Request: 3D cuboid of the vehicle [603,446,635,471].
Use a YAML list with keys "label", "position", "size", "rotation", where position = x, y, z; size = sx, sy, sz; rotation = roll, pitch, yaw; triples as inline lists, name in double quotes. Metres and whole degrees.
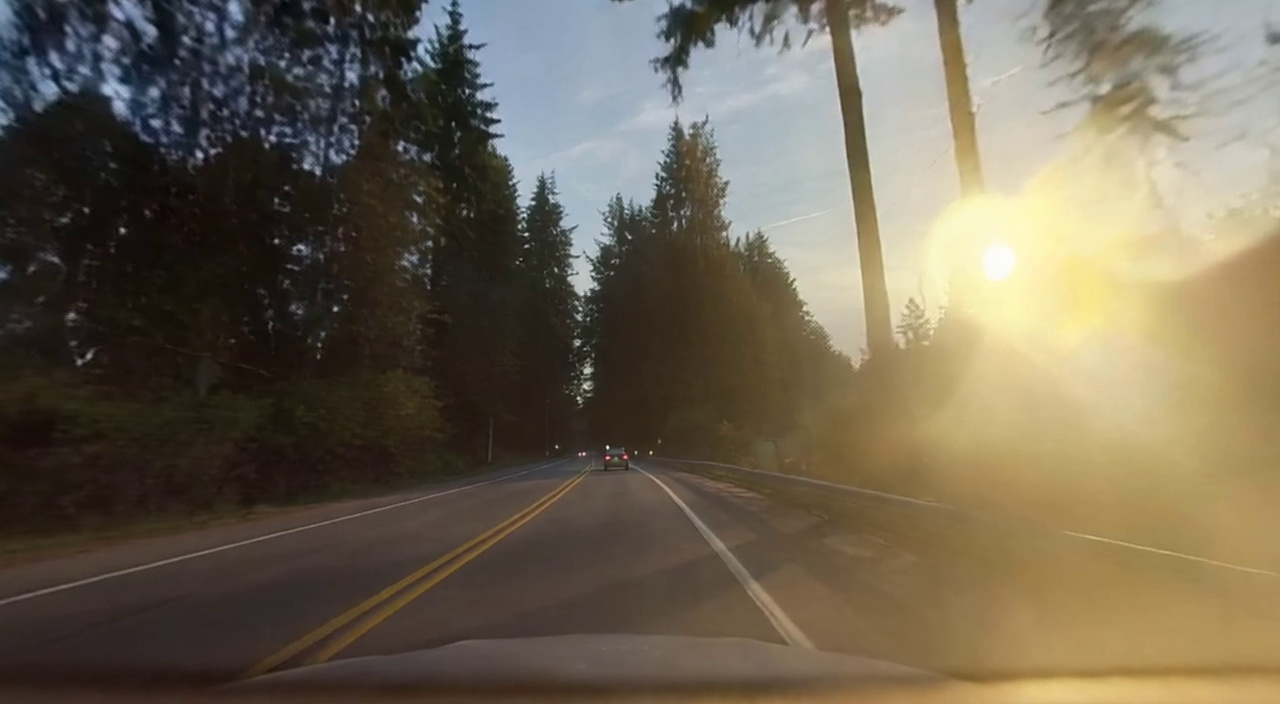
- label: "vehicle"
  position: [-1.443, 7.029, 41.906]
  size: [2.042, 1.489, 3.963]
  rotation: [0, -9, -3]
